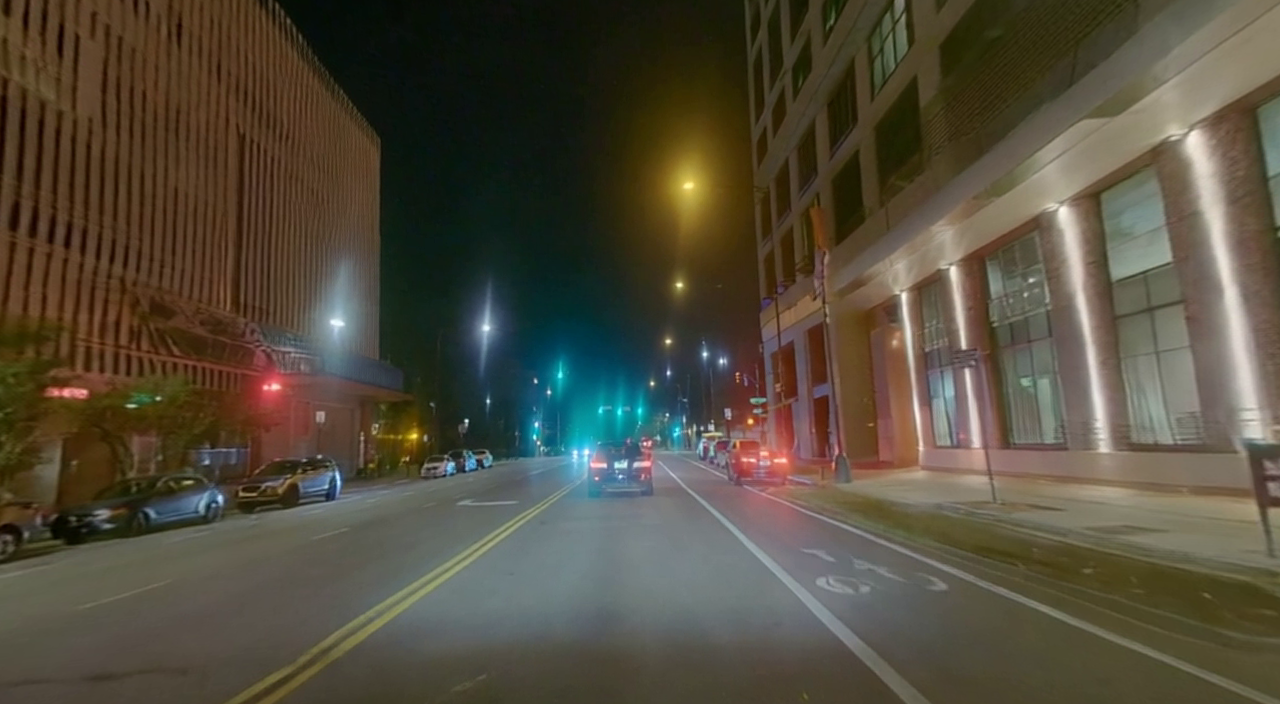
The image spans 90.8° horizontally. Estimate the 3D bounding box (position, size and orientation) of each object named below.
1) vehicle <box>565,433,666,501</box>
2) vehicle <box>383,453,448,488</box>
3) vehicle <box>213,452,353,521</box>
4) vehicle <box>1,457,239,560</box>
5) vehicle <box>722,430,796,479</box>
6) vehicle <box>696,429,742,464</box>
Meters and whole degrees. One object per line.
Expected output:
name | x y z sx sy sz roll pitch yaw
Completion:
vehicle | -0.583 2.883 16.271 2.269 1.479 3.980 -1 -8 -1
vehicle | -12.144 6.398 34.466 1.968 1.469 4.523 -4 -7 -1
vehicle | -11.904 4.455 21.520 2.090 1.784 4.832 -5 -8 -2
vehicle | -12.089 3.571 15.214 1.945 1.712 4.648 -7 -8 -2
vehicle | 4.508 3.957 24.653 1.924 1.645 4.528 -2 -8 0
vehicle | 4.585 5.581 37.427 1.972 1.822 4.889 -4 -8 -1
